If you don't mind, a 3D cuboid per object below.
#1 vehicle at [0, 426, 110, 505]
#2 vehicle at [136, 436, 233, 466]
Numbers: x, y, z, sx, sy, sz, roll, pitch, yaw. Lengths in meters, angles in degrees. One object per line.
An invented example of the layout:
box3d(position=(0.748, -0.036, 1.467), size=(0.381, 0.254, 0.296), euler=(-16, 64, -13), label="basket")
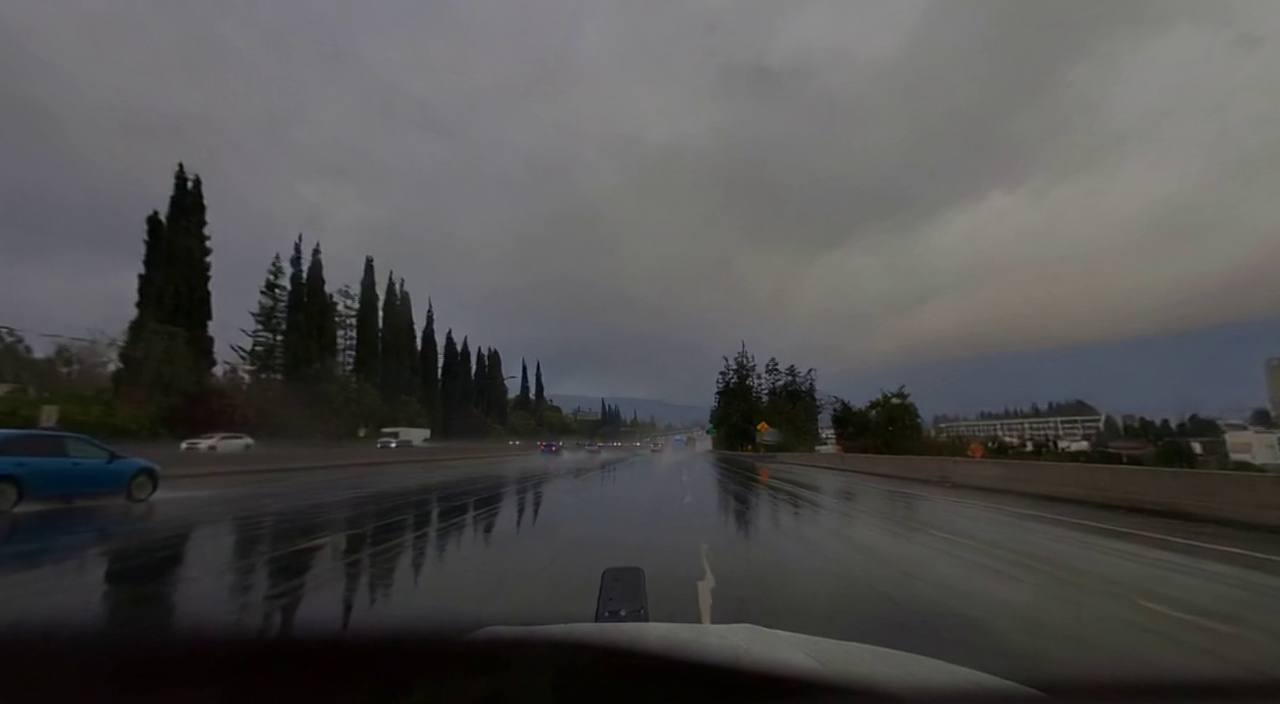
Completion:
box3d(position=(-13.855, 2.345, 13.043), size=(1.902, 1.567, 4.247), euler=(-1, -8, 4), label="vehicle")
box3d(position=(-27.666, 6.029, 38.570), size=(2.012, 1.687, 4.997), euler=(-1, -8, 3), label="vehicle")
